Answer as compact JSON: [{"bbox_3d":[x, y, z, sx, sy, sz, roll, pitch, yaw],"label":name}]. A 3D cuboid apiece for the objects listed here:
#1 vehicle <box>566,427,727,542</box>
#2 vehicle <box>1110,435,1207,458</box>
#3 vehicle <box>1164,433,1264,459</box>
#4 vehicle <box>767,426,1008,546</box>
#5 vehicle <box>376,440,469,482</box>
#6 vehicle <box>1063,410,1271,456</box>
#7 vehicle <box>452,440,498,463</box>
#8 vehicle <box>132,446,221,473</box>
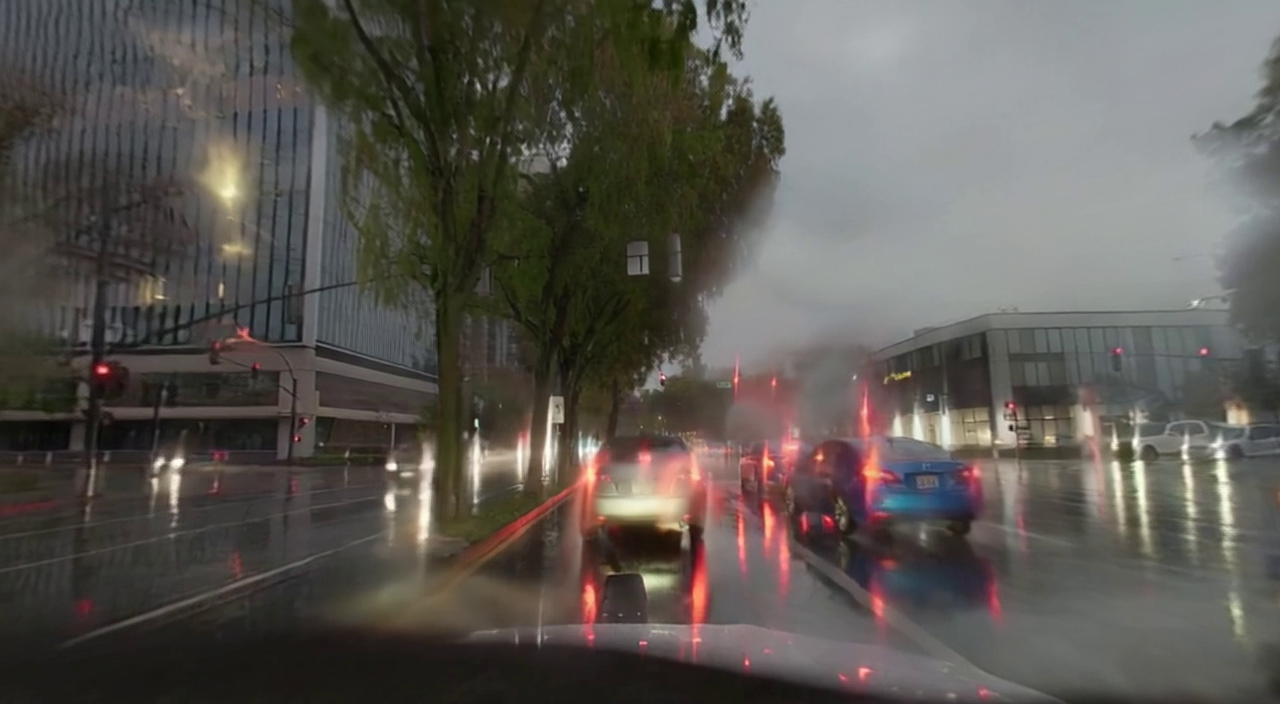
[{"bbox_3d":[0.058,2.030,10.274,2.087,1.468,4.014,0,-9,-1],"label":"vehicle"},{"bbox_3d":[34.534,6.327,42.139,4.616,1.476,2.165,0,-9,-3],"label":"vehicle"},{"bbox_3d":[35.121,5.781,38.754,4.190,1.535,1.998,0,-9,-1],"label":"vehicle"},{"bbox_3d":[3.579,2.036,10.279,2.018,1.491,4.544,0,-9,-1],"label":"vehicle"},{"bbox_3d":[-8.486,4.285,25.120,2.004,1.476,4.671,0,-9,1],"label":"vehicle"},{"bbox_3d":[38.295,5.966,46.203,12.695,3.252,3.036,0,-9,-3],"label":"vehicle"},{"bbox_3d":[-12.590,7.652,48.522,2.166,1.659,4.654,0,-9,1],"label":"vehicle"},{"bbox_3d":[-26.751,6.205,36.538,3.657,1.528,1.783,1,-9,-4],"label":"vehicle"}]
